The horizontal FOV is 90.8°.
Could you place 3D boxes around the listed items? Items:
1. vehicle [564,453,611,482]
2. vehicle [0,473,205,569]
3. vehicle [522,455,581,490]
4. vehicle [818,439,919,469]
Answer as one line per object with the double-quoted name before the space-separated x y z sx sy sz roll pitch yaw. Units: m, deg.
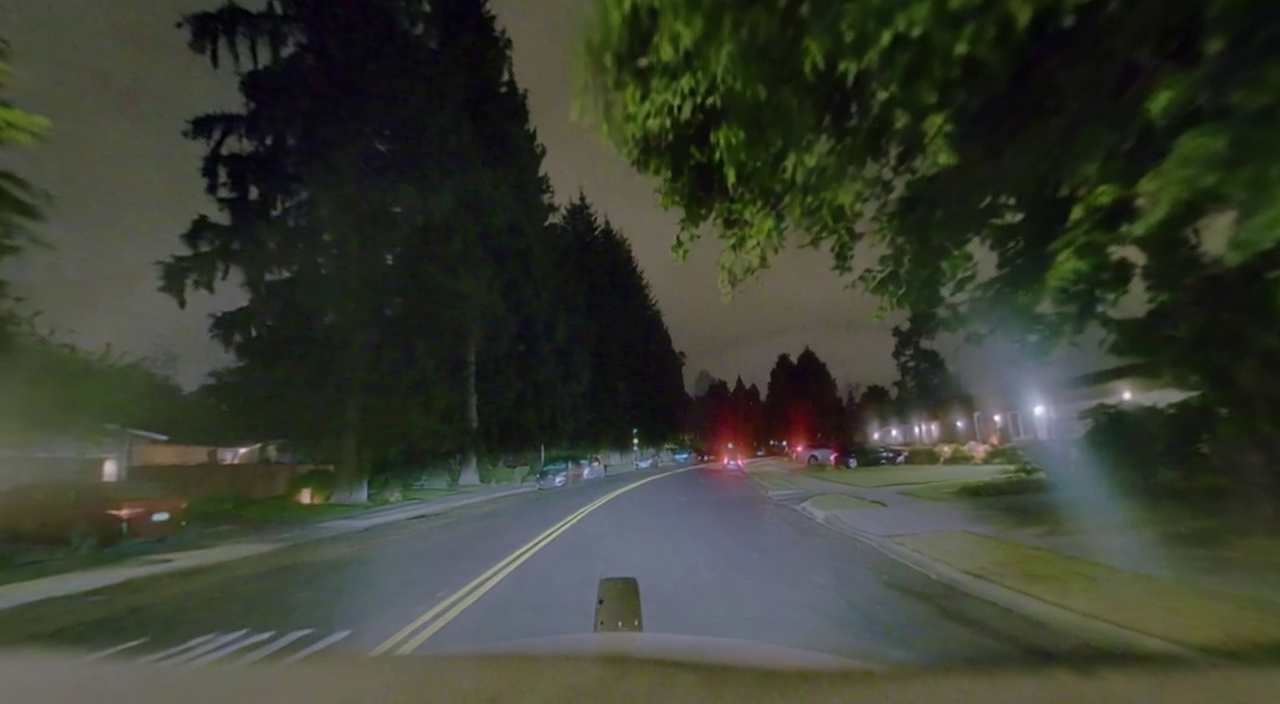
"vehicle" -3.185 7.216 39.163 1.972 1.536 4.347 -2 -14 8
"vehicle" -10.582 3.026 11.680 3.947 1.442 1.858 -3 -9 12
"vehicle" -4.394 6.162 32.017 1.886 1.494 4.149 -2 -14 7
"vehicle" 12.309 5.512 34.260 4.744 1.507 1.953 -1 -8 4
